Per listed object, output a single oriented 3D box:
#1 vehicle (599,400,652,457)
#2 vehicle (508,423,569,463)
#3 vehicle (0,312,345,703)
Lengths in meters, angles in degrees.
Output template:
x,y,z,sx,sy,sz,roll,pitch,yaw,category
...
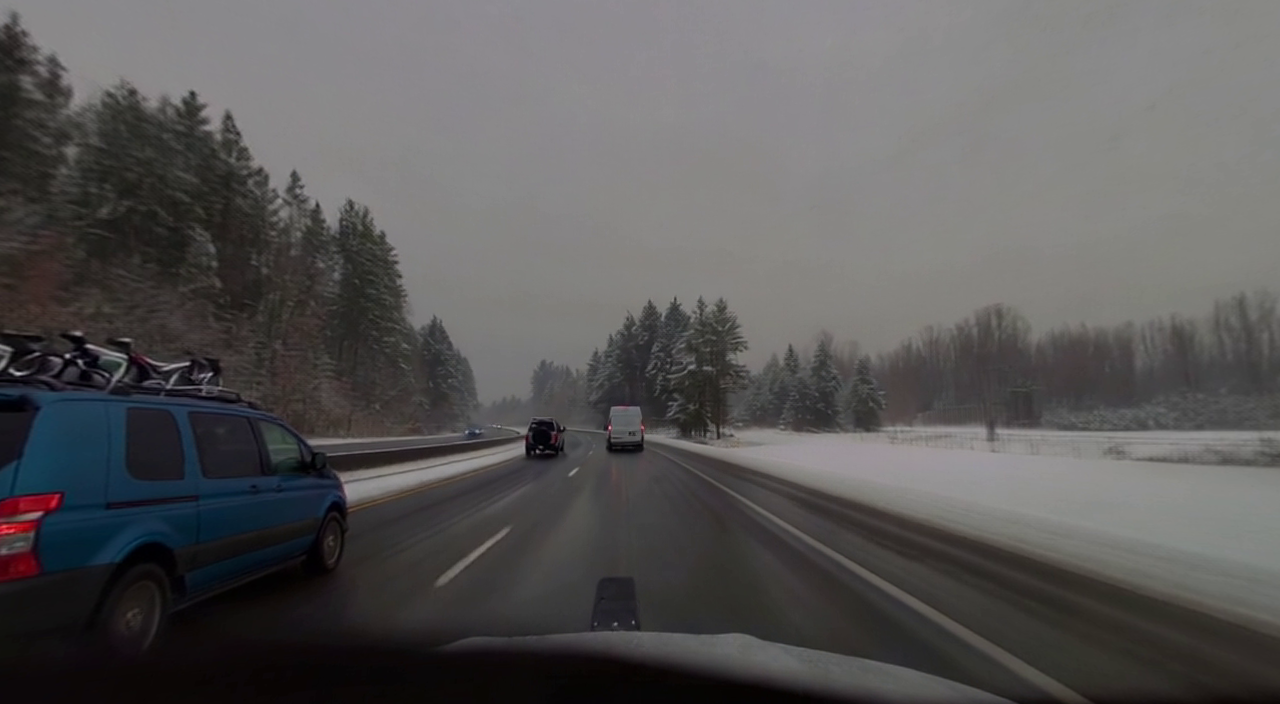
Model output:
x,y,z,sx,sy,sz,roll,pitch,yaw,category
-0.883,4.298,35.278,2.647,2.896,6.480,0,-7,-3,vehicle
-4.541,4.131,28.847,2.110,1.636,4.453,0,-7,-1,vehicle
-3.646,0.808,3.227,2.069,1.751,4.720,0,-7,-1,vehicle
